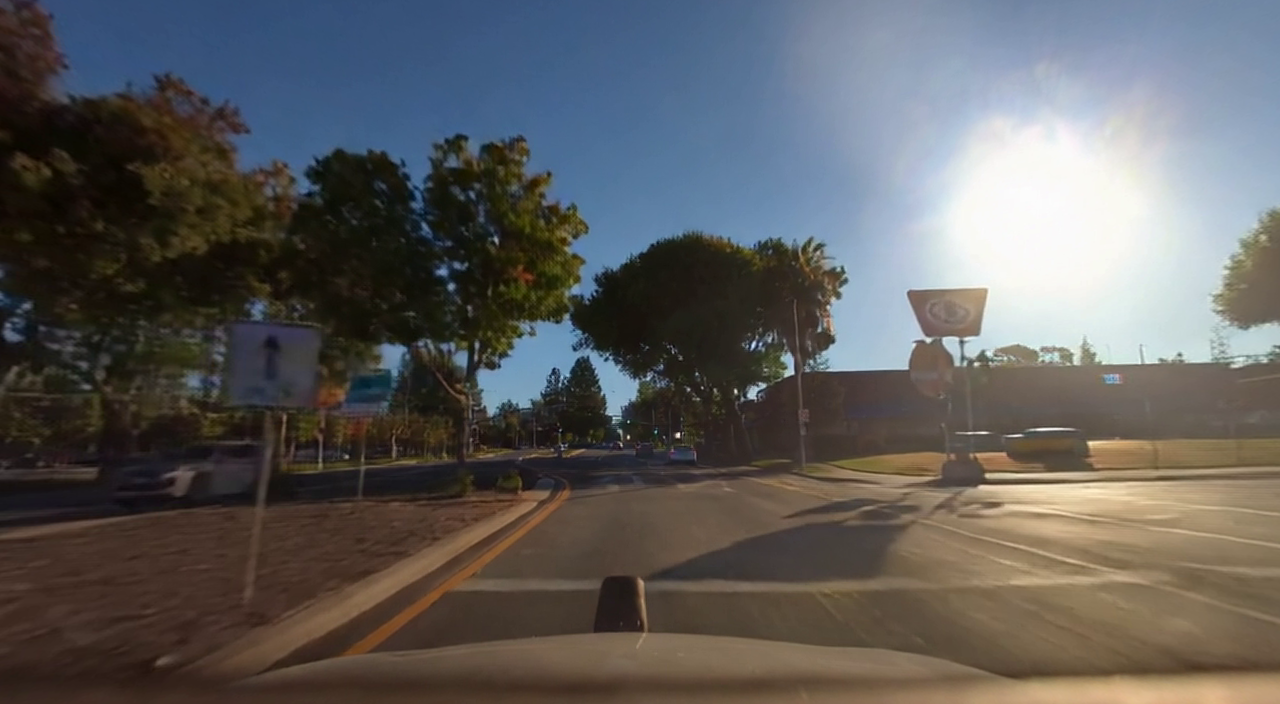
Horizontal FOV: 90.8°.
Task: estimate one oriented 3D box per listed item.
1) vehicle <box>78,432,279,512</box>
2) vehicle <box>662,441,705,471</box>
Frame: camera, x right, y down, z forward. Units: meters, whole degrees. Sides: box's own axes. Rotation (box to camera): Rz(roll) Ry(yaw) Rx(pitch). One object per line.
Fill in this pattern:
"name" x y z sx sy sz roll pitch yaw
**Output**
"vehicle" -11.766 3.049 16.656 1.953 1.761 4.702 0 -8 -4
"vehicle" 2.407 5.927 36.111 1.961 1.580 4.020 0 -8 -3
